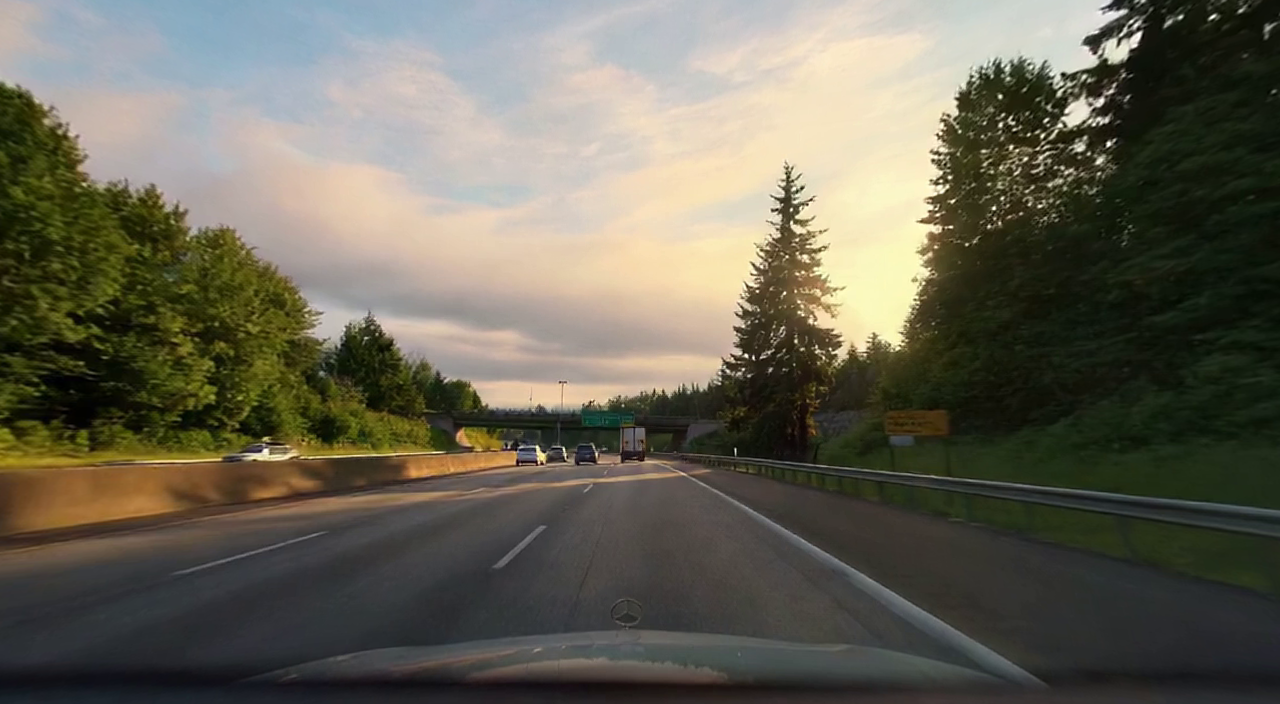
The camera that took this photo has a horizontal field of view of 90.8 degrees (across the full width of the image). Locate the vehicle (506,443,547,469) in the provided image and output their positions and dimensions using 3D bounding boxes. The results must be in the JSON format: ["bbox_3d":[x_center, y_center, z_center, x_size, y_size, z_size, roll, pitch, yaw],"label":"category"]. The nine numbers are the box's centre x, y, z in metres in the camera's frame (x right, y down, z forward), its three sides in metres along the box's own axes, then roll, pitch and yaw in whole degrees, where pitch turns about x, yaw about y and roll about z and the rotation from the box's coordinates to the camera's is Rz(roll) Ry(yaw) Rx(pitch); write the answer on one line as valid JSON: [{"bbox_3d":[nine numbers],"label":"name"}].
[{"bbox_3d":[-7.447,6.843,41.760,2.014,1.633,4.090,0,-9,0],"label":"vehicle"}]

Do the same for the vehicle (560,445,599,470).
[{"bbox_3d":[-3.739,6.610,39.596,2.073,1.472,4.091,0,-9,-1],"label":"vehicle"}]
